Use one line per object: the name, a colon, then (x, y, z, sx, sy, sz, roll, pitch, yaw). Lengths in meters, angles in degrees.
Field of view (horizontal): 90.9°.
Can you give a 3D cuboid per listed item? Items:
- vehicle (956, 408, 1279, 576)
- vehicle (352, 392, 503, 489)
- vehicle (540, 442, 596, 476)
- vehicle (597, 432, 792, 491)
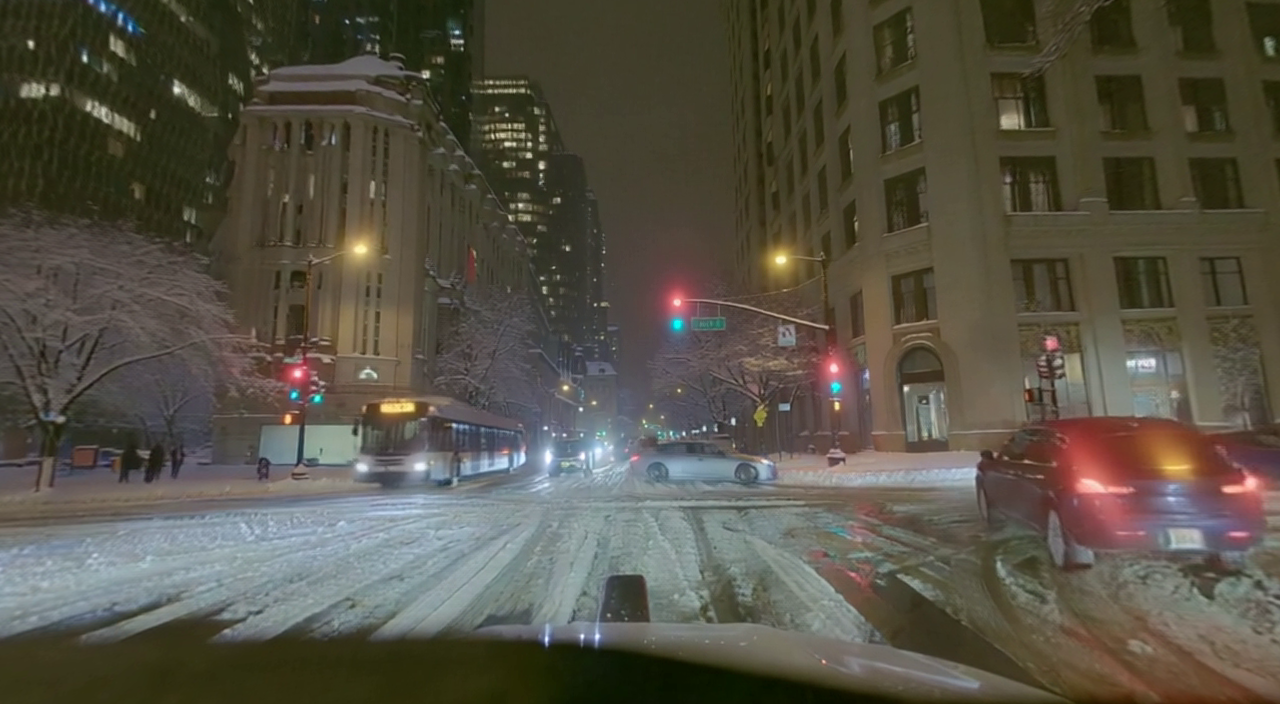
vehicle: (5.508, 1.606, 8.070, 2.006, 1.495, 4.271, -3, -9, 19)
vehicle: (-8.691, 3.901, 27.616, 2.916, 3.427, 10.189, 0, -8, 1)
vehicle: (-3.151, 4.791, 28.542, 1.904, 1.402, 4.759, 0, -8, 1)
vehicle: (1.540, 3.265, 18.894, 5.388, 1.465, 2.050, -7, -8, 31)
